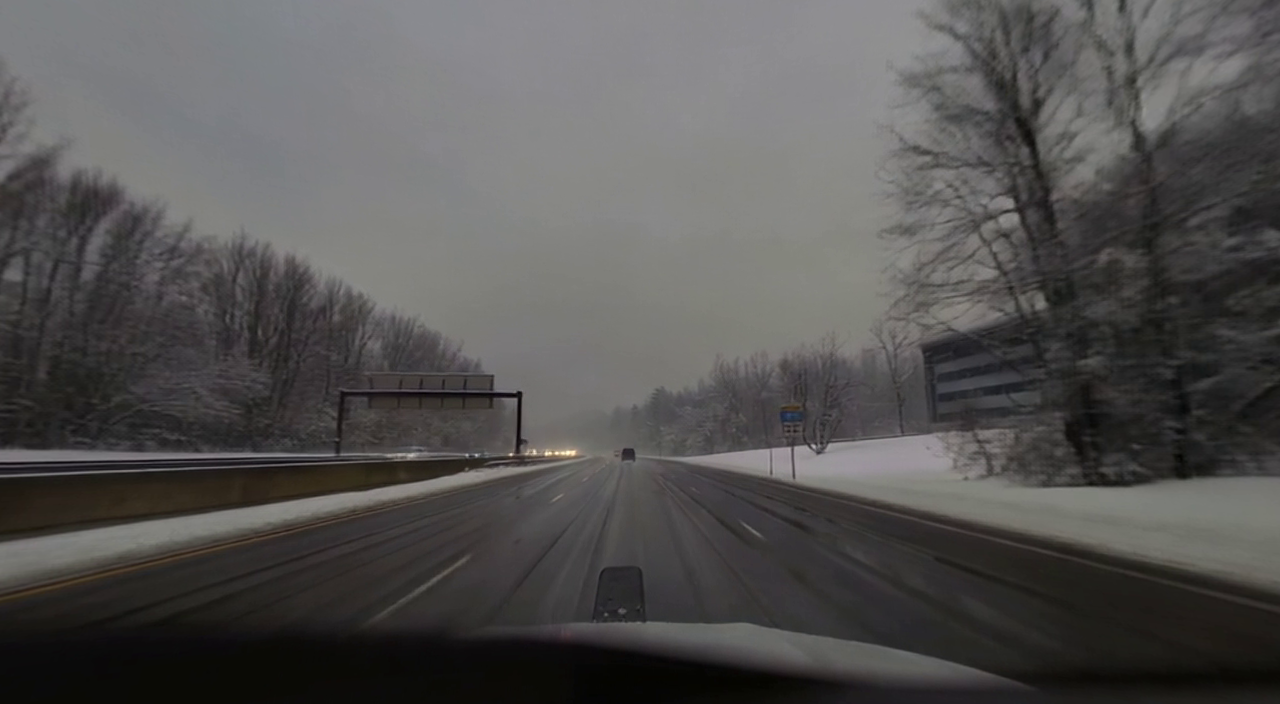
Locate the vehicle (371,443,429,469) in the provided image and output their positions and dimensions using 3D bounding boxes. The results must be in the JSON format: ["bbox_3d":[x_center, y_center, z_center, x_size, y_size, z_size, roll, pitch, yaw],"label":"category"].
[{"bbox_3d":[-14.973,6.516,39.610,1.842,1.473,4.625,0,-9,0],"label":"vehicle"}]
